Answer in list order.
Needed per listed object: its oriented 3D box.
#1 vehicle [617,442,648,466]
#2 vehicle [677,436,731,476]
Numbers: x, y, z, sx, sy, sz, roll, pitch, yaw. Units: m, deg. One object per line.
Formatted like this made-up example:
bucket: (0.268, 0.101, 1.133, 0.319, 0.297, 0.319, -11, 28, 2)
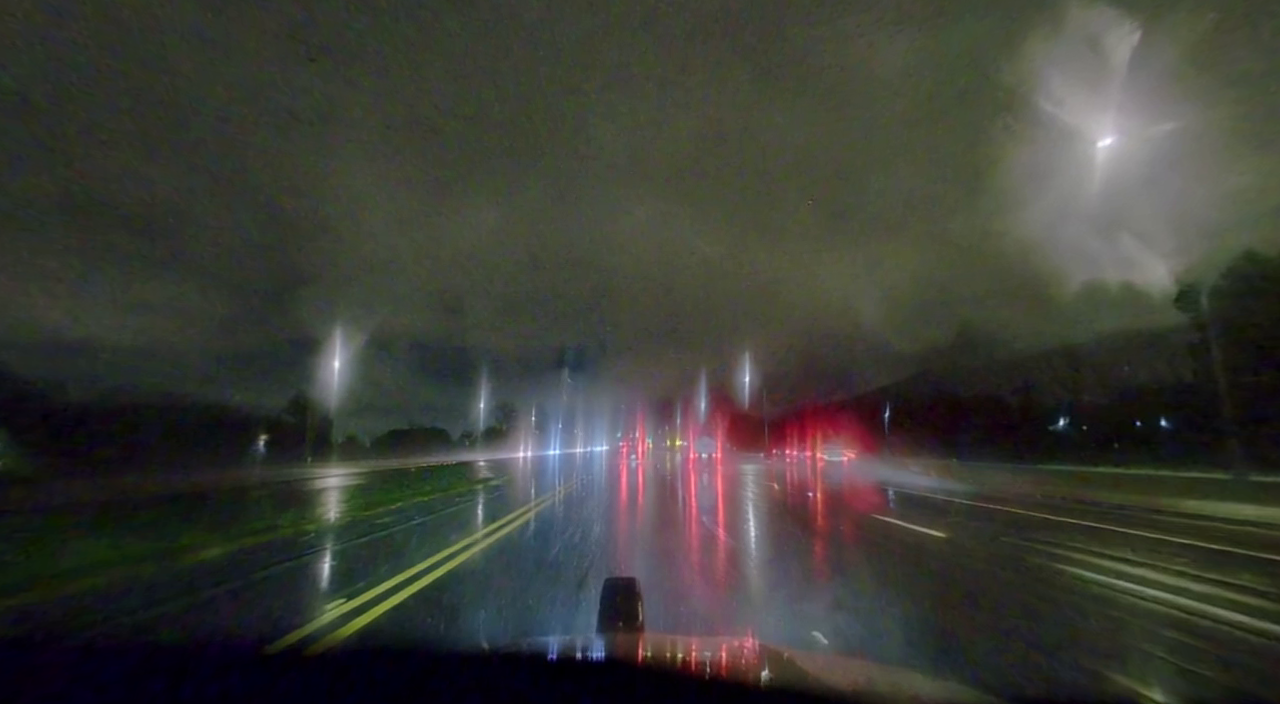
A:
vehicle: (-0.514, 7.496, 46.250, 2.142, 1.664, 4.076, 0, -9, 0)
vehicle: (3.190, 5.326, 32.426, 2.269, 1.839, 4.554, 0, -9, -1)
